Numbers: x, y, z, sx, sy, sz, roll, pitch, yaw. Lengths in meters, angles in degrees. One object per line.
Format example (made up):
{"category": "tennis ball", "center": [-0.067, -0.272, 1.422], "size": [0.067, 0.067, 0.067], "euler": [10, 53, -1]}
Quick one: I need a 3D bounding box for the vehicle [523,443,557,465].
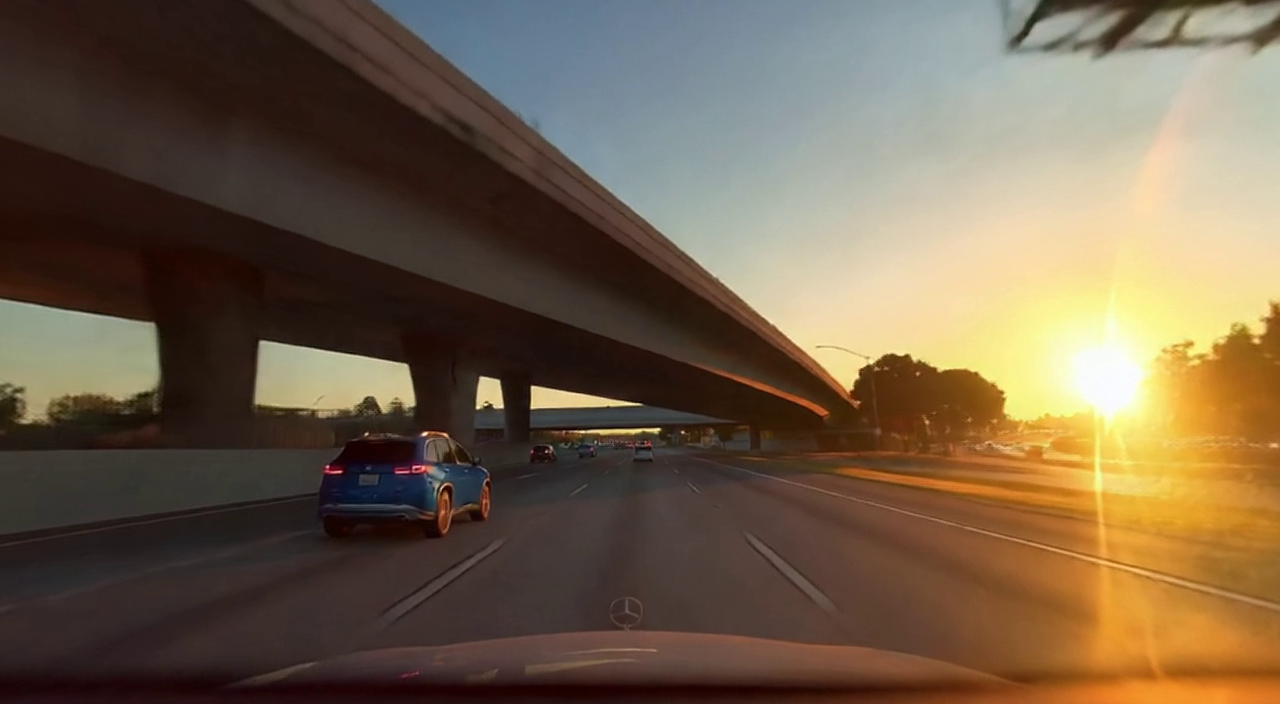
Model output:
{"category": "vehicle", "center": [-7.726, 7.920, 49.107], "size": [1.871, 1.542, 4.371], "euler": [-1, -8, 0]}

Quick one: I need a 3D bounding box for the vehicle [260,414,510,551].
{"category": "vehicle", "center": [-3.791, 2.035, 10.488], "size": [2.214, 1.759, 4.435], "euler": [-1, -8, 1]}

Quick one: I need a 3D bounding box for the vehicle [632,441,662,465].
{"category": "vehicle", "center": [0.480, 7.340, 46.019], "size": [2.023, 1.589, 4.030], "euler": [0, -8, 0]}
